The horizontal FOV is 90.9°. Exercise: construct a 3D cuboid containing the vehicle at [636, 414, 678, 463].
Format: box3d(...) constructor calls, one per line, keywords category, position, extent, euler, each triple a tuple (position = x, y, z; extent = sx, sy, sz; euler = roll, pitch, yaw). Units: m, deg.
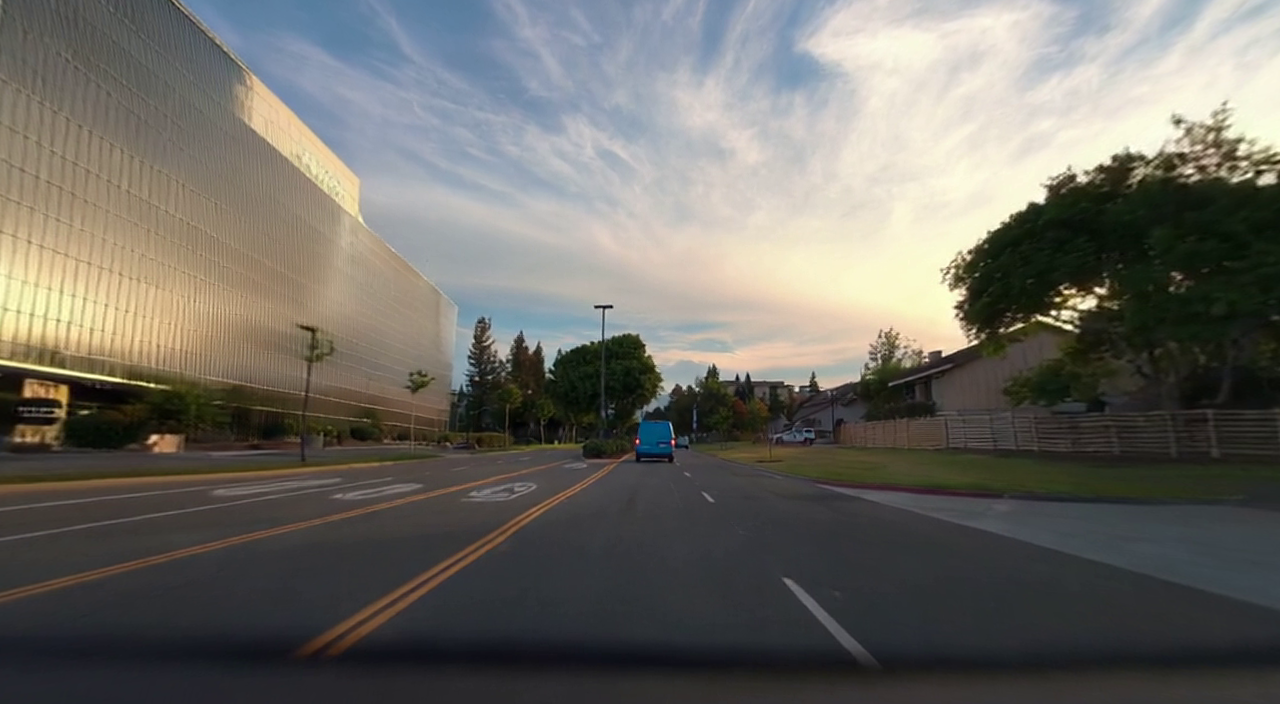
box3d(category="vehicle", position=(1.097, 5.390, 39.560), extent=(2.435, 2.816, 5.232), euler=(0, -7, 2))
